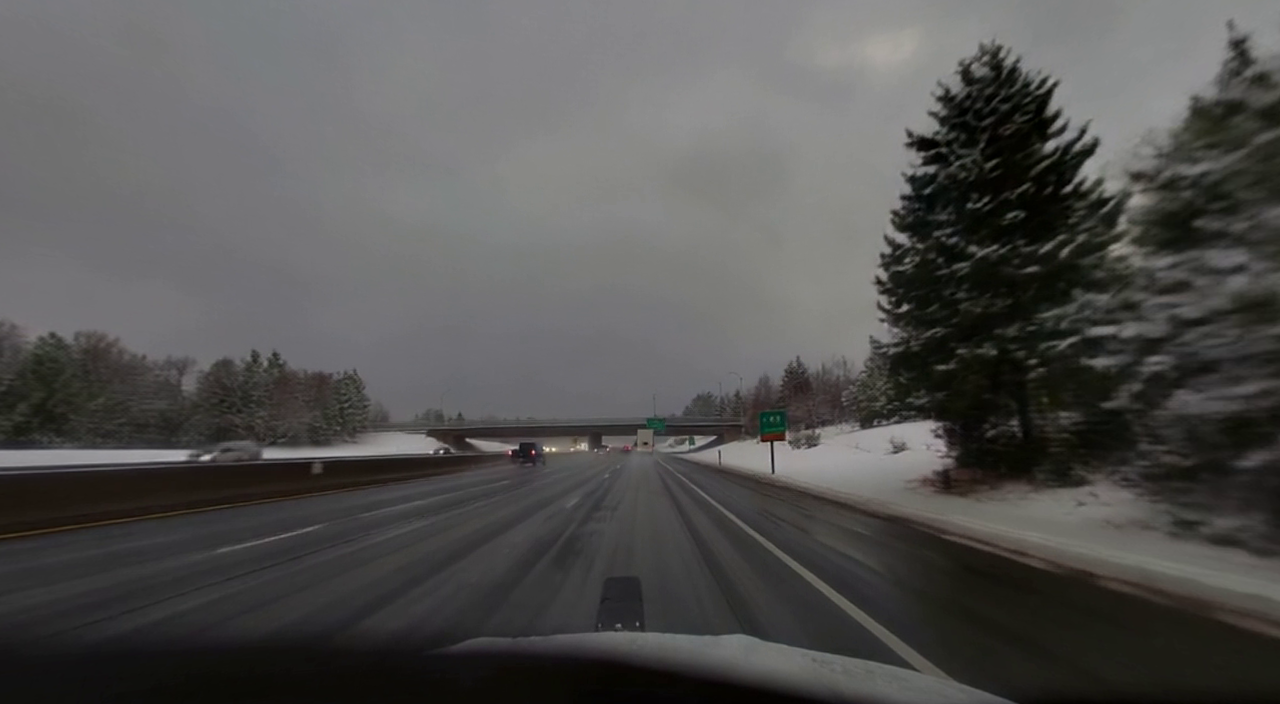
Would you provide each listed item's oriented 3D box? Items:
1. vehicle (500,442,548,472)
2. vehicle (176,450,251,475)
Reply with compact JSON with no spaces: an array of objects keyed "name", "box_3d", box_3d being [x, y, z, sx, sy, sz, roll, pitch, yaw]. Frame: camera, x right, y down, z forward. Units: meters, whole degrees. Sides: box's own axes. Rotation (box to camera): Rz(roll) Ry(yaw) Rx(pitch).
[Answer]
[{"name":"vehicle","box_3d":[-7.121,6.486,39.084,2.070,1.738,4.733,0,-9,0]},{"name":"vehicle","box_3d":[-31.741,8.200,47.097,2.027,1.720,4.965,0,-9,1]}]
